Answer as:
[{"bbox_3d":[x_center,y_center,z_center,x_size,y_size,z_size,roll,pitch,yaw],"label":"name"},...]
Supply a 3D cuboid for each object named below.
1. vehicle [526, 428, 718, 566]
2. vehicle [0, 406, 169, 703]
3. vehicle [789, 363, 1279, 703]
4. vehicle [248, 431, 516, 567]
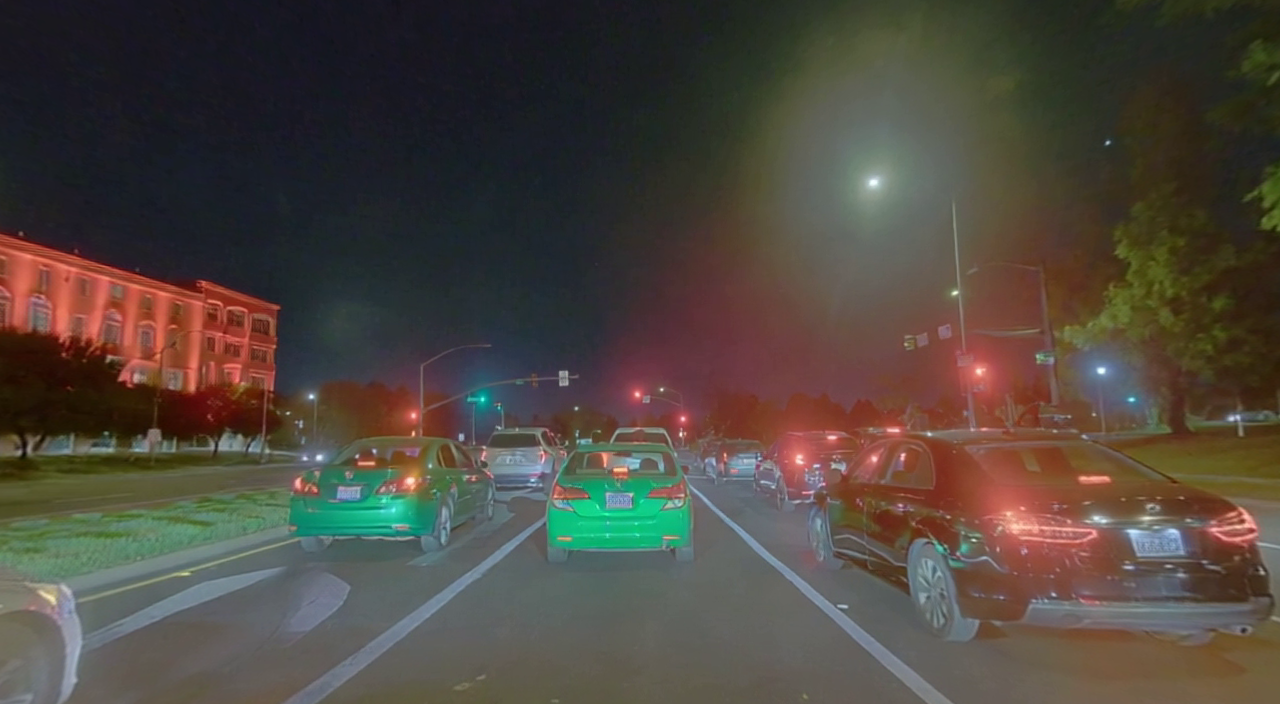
[{"bbox_3d":[-0.205,1.831,8.713,2.041,1.450,3.847,0,-8,0],"label":"vehicle"},{"bbox_3d":[-3.353,0.710,0.853,1.863,1.448,4.697,0,-8,-1],"label":"vehicle"},{"bbox_3d":[3.003,1.239,5.476,2.196,1.676,4.865,0,-8,0],"label":"vehicle"},{"bbox_3d":[-3.202,1.893,8.944,1.917,1.441,4.128,-1,-8,2],"label":"vehicle"}]
